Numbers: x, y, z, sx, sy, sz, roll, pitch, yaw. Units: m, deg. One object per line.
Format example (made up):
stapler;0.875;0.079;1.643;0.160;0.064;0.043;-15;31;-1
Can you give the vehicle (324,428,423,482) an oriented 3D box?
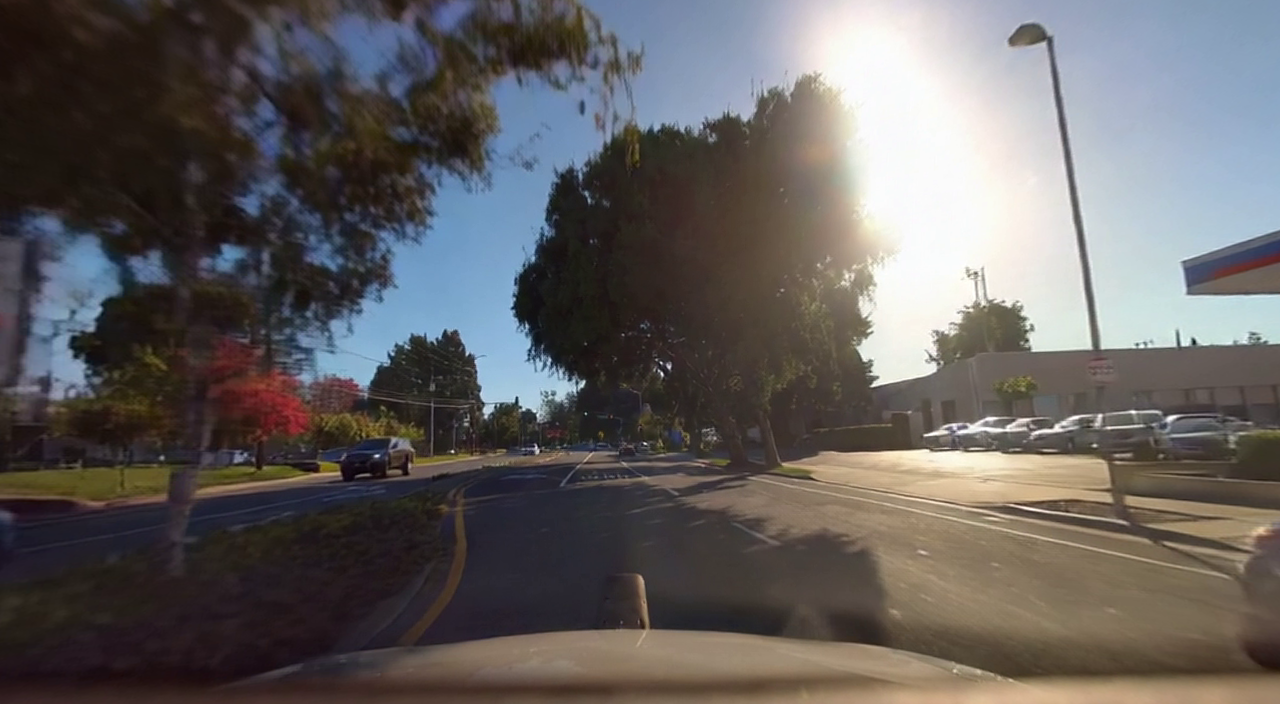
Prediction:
vehicle;-11.840;4.625;28.633;2.131;2.148;5.709;0;-8;-2

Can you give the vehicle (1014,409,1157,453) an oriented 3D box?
vehicle;18.284;3.256;26.074;4.422;1.586;1.990;-1;-7;-3

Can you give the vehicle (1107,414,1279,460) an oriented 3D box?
vehicle;18.872;2.858;21.211;4.800;1.459;2.051;0;-8;-4
